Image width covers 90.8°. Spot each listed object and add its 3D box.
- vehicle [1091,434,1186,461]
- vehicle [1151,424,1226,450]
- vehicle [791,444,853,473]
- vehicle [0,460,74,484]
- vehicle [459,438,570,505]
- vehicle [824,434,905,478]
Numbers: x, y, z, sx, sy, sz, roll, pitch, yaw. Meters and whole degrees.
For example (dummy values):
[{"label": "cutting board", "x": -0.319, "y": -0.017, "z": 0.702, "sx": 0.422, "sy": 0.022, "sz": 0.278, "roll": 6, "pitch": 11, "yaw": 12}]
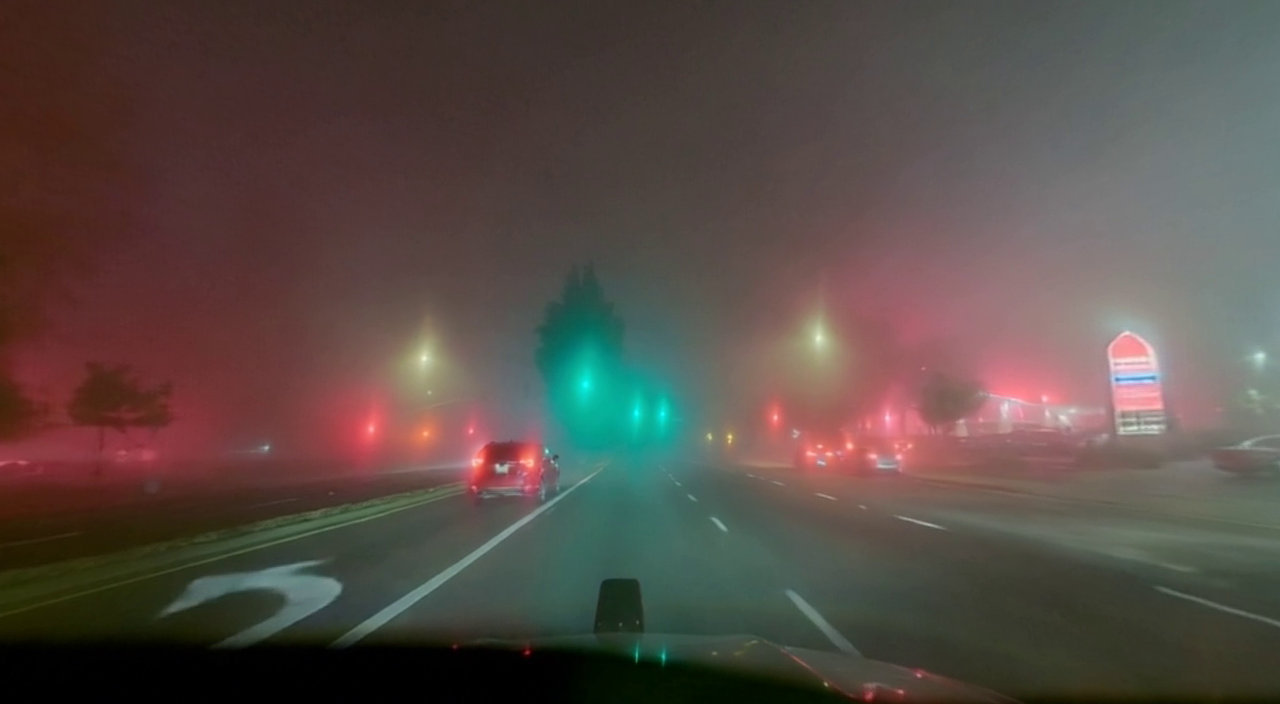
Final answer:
[{"label": "vehicle", "x": 28.895, "y": 5.561, "z": 36.826, "sx": 1.891, "sy": 1.504, "sz": 4.551, "roll": 0, "pitch": -8, "yaw": 1}, {"label": "vehicle", "x": 43.108, "y": 6.718, "z": 49.803, "sx": 1.951, "sy": 1.925, "sz": 4.345, "roll": 0, "pitch": -8, "yaw": 1}, {"label": "vehicle", "x": 10.145, "y": 5.944, "z": 35.635, "sx": 1.987, "sy": 1.487, "sz": 4.753, "roll": 0, "pitch": -8, "yaw": -2}, {"label": "vehicle", "x": -41.285, "y": 8.017, "z": 42.374, "sx": 1.902, "sy": 1.475, "sz": 4.635, "roll": -8, "pitch": -12, "yaw": 43}, {"label": "vehicle", "x": -3.043, "y": 2.991, "z": 16.240, "sx": 2.185, "sy": 1.473, "sz": 3.925, "roll": 0, "pitch": -8, "yaw": -2}, {"label": "vehicle", "x": 10.320, "y": 4.792, "z": 29.416, "sx": 1.998, "sy": 1.862, "sz": 4.658, "roll": 0, "pitch": -8, "yaw": 0}]
